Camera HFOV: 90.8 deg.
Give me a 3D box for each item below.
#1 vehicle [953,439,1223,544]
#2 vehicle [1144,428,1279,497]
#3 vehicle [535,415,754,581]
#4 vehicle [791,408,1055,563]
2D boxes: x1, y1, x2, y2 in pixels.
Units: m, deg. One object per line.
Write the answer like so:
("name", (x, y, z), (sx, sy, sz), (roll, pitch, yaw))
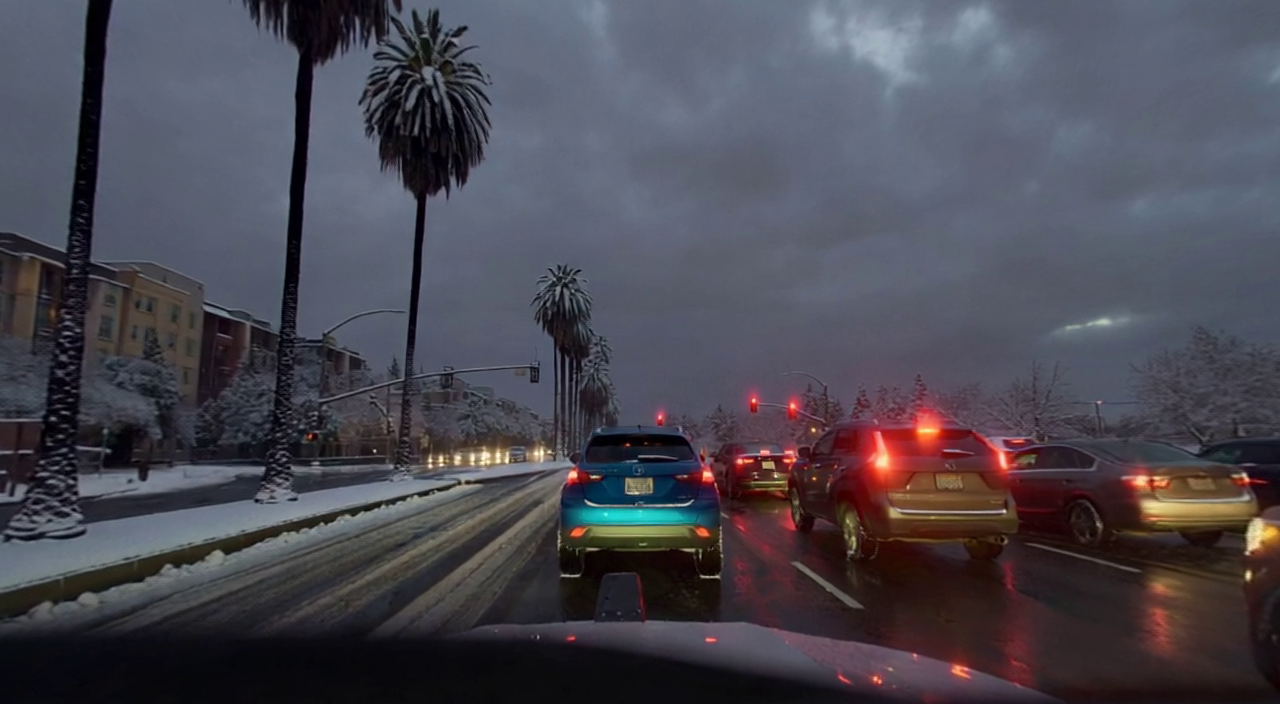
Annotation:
("vehicle", (7.378, 2.295, 11.032), (1.832, 1.477, 3.981), (0, -9, 1))
("vehicle", (18.062, 3.202, 18.476), (4.786, 1.848, 2.107), (0, -9, -1))
("vehicle", (0.041, 1.705, 8.121), (2.083, 1.572, 4.021), (0, -9, 0))
("vehicle", (3.680, 1.818, 9.233), (1.947, 1.725, 4.159), (0, -9, 1))
